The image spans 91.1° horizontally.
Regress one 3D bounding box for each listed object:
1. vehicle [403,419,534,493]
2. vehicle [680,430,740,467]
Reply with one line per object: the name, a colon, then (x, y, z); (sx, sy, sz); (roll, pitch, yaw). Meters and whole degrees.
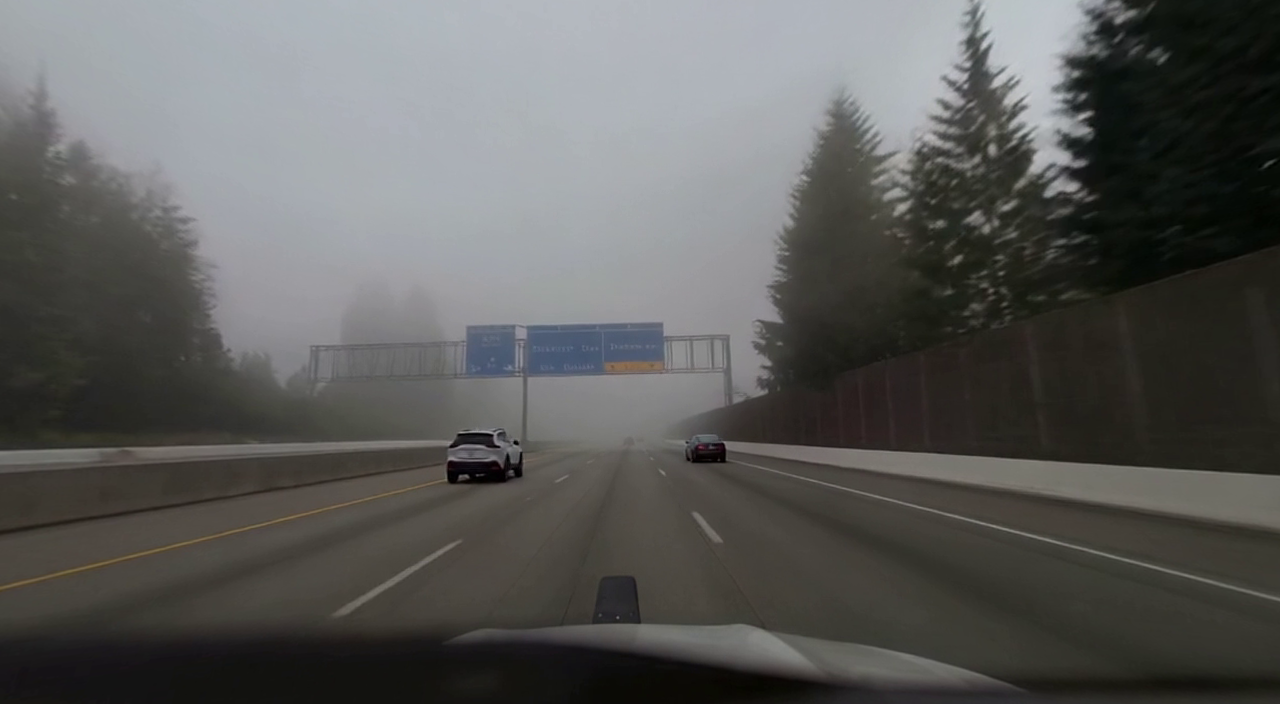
vehicle: (-4.208, 2.611, 16.228); (2.219, 1.660, 4.153); (0, -7, -1)
vehicle: (3.061, 4.314, 28.424); (2.077, 1.523, 4.539); (0, -7, -2)
